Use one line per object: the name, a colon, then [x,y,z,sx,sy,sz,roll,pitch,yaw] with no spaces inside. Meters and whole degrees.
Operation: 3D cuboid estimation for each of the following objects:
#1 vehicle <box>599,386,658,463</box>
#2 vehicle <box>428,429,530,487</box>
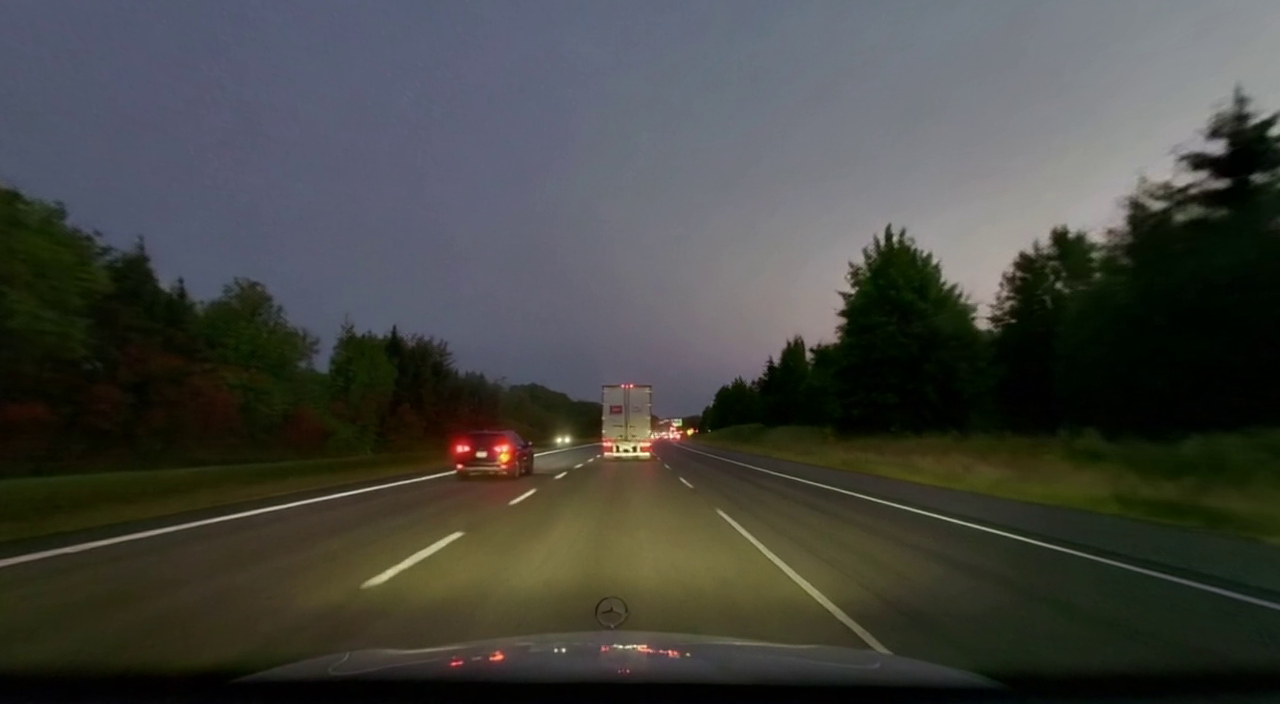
vehicle: [-0.699,4.118,35.226,2.855,3.741,8.587,0,-8,-2]
vehicle: [-4.518,3.022,18.330,1.931,1.479,4.083,0,-8,-1]
